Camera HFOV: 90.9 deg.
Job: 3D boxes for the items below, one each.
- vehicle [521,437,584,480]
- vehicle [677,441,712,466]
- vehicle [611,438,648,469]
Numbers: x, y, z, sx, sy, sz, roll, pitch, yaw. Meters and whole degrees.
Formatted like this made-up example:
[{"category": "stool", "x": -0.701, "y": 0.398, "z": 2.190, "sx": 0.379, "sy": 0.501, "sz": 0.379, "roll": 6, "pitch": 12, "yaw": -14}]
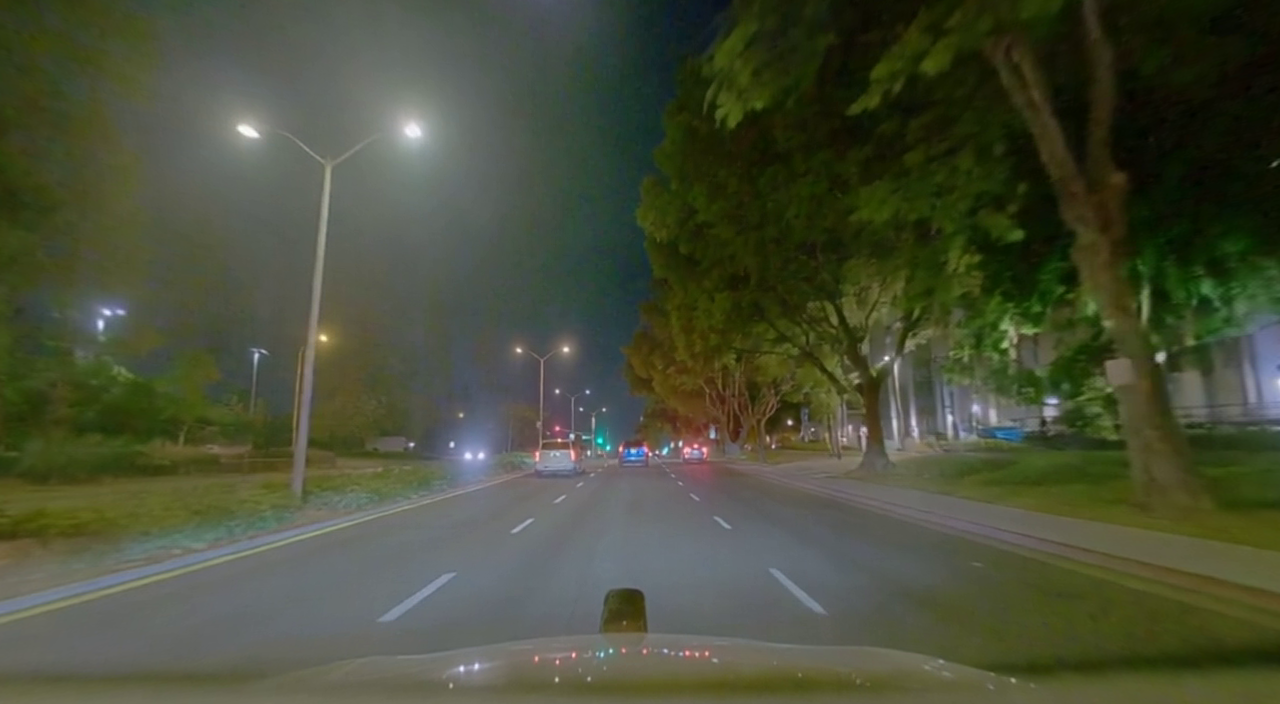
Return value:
[{"category": "vehicle", "x": -3.705, "y": 4.634, "z": 27.501, "sx": 2.047, "sy": 1.710, "sz": 4.314, "roll": 0, "pitch": -10, "yaw": 1}, {"category": "vehicle", "x": 3.467, "y": 6.594, "z": 40.837, "sx": 1.847, "sy": 1.554, "sz": 4.052, "roll": 0, "pitch": -10, "yaw": -2}, {"category": "vehicle", "x": -0.579, "y": 5.852, "z": 36.241, "sx": 2.022, "sy": 1.700, "sz": 4.084, "roll": 0, "pitch": -10, "yaw": 0}]
